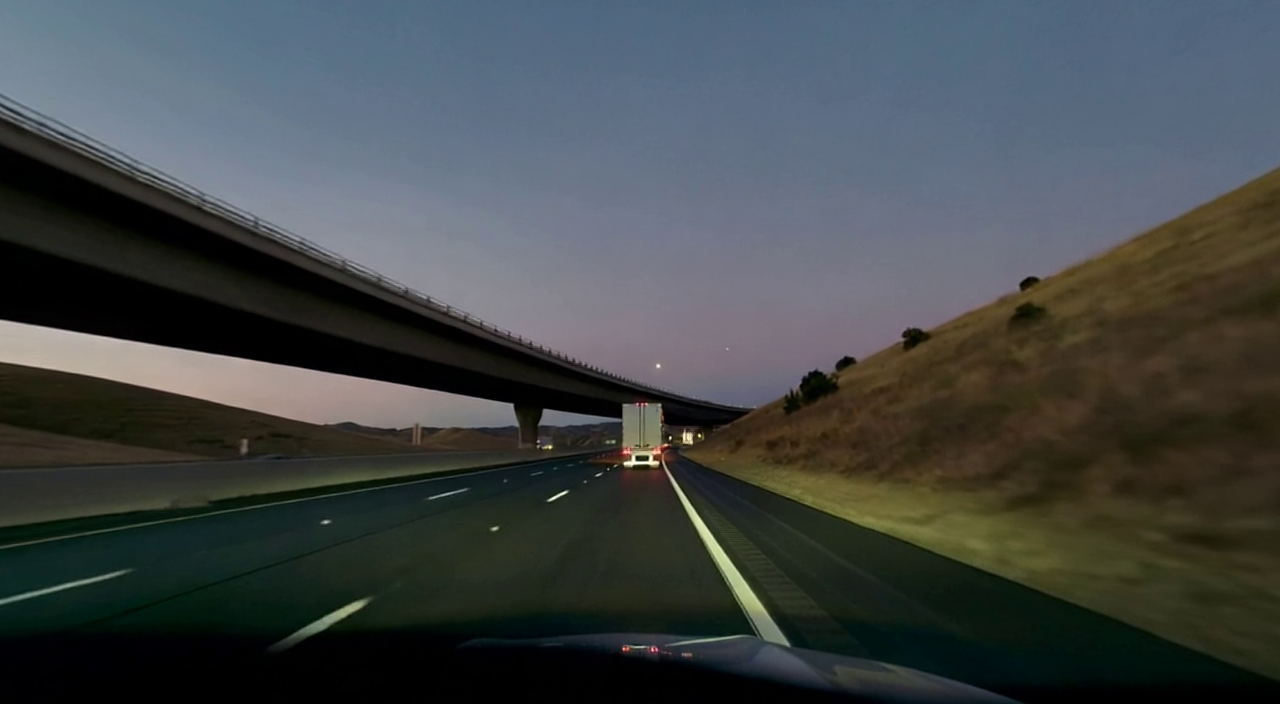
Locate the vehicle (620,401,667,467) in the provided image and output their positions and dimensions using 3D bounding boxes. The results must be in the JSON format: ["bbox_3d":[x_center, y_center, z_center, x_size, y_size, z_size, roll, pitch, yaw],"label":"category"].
[{"bbox_3d":[0.192,5.812,44.024,2.866,4.014,11.261,0,-8,0],"label":"vehicle"}]
